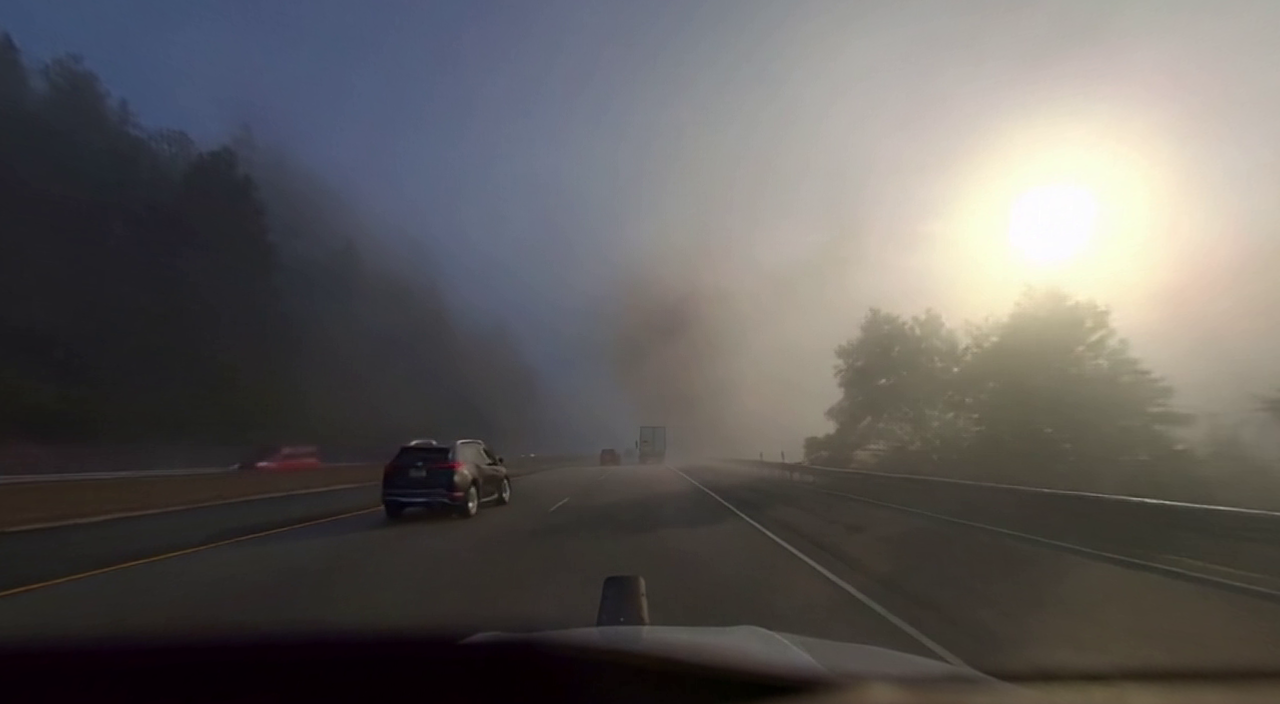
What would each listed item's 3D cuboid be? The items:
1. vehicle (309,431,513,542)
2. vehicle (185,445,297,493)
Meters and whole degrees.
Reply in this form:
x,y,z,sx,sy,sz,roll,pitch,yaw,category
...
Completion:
x,y,z,sx,sy,sz,roll,pitch,yaw,category
-3.811,2.317,11.478,2.057,1.618,4.212,0,-9,1,vehicle
-16.285,4.780,26.033,1.871,1.782,4.055,0,-9,1,vehicle
